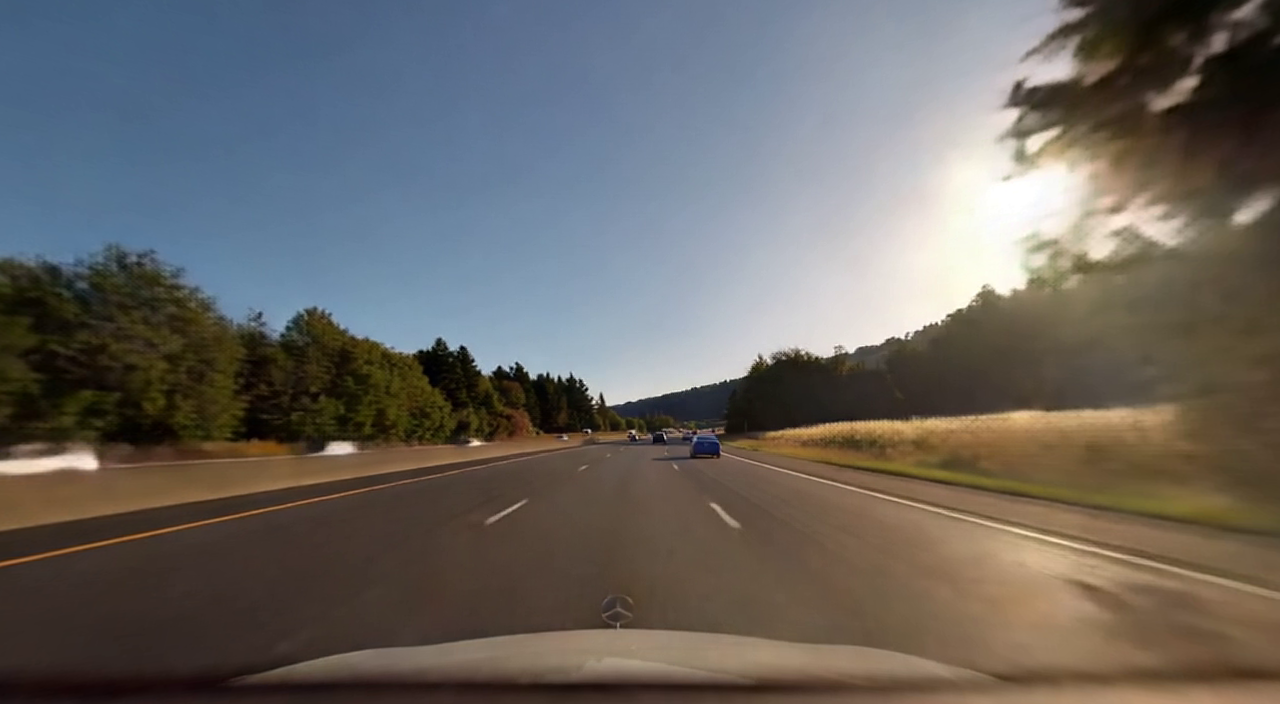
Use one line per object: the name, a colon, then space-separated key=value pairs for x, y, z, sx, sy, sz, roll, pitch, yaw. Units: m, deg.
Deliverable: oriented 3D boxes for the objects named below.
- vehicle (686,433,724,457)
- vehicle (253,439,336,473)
vehicle: x=4.126 y=5.985 z=40.572 sx=1.982 sy=1.452 sz=4.294 roll=0 pitch=-8 yaw=0
vehicle: x=-16.305 y=4.875 z=29.889 sx=1.772 sy=1.478 sz=3.750 roll=0 pitch=-8 yaw=0
